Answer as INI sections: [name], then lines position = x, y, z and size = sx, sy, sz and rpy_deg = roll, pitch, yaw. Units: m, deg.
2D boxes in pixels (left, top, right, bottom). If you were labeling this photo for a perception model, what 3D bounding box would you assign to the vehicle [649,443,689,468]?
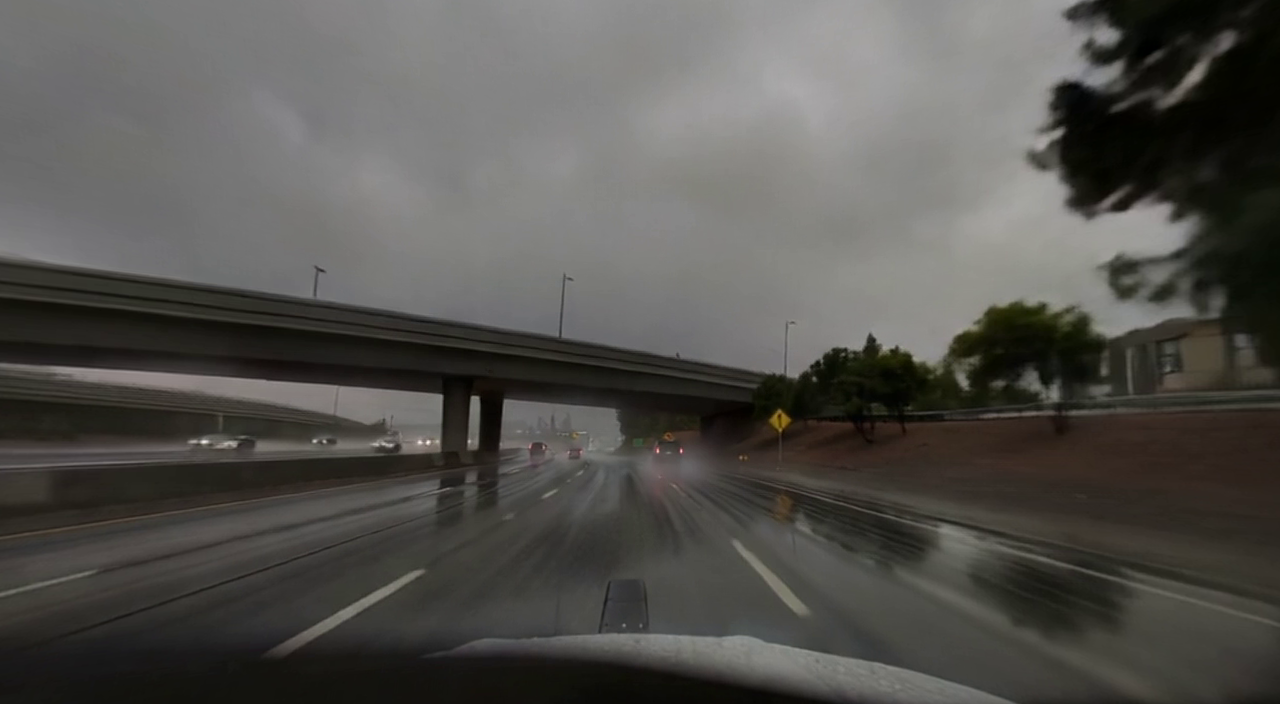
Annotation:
[vehicle]
position = 1.799, 6.736, 41.205
size = 2.059, 1.509, 4.670
rpy_deg = 1, -8, -4
